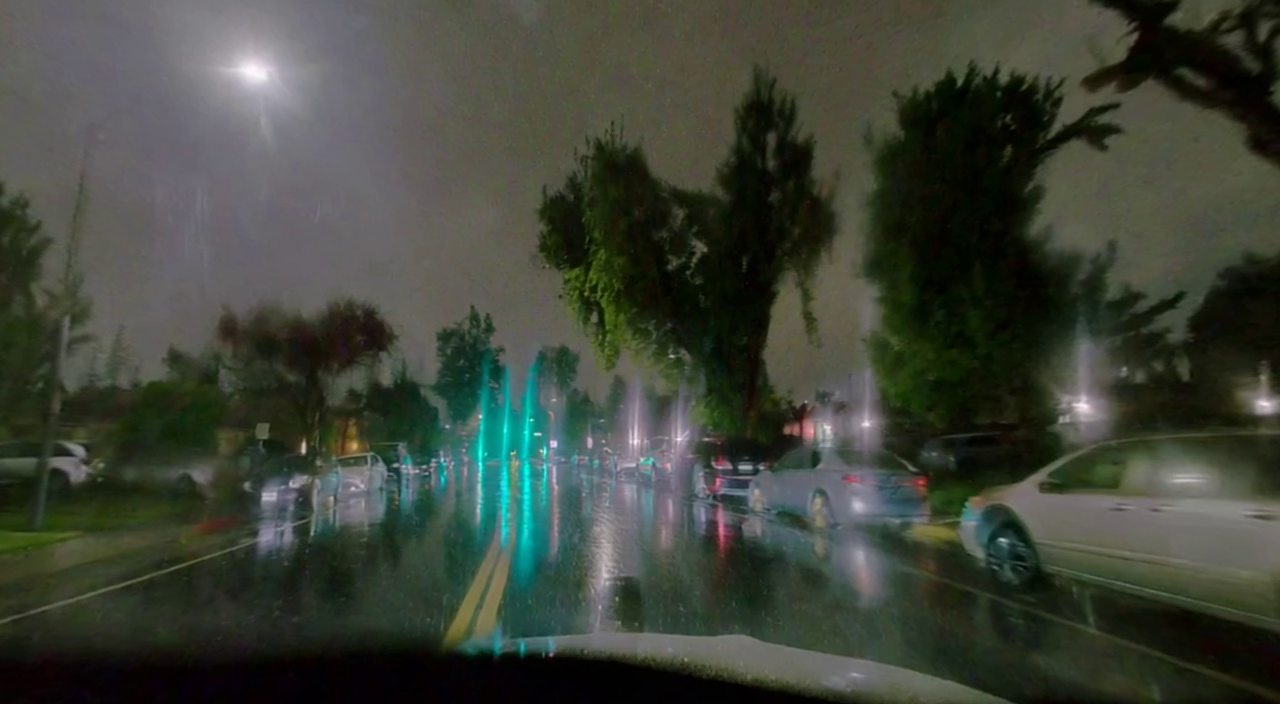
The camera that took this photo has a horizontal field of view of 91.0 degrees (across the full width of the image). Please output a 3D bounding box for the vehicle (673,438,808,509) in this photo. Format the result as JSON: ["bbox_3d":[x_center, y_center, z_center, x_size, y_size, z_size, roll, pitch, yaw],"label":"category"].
[{"bbox_3d":[2.318,2.949,15.848,1.954,1.507,4.356,1,-9,-11],"label":"vehicle"}]

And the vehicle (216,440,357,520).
[{"bbox_3d":[-9.895,3.589,18.174,2.072,1.840,5.197,-1,-9,-12],"label":"vehicle"}]

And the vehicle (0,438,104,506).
[{"bbox_3d":[-18.958,3.534,17.990,5.035,1.760,2.149,-2,-10,-11],"label":"vehicle"}]

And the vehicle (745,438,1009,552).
[{"bbox_3d":[3.396,2.119,10.143,1.974,1.385,4.315,1,-9,-11],"label":"vehicle"}]

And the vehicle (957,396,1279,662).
[{"bbox_3d":[4.493,1.057,4.052,2.049,1.447,4.626,1,-9,-7],"label":"vehicle"}]
